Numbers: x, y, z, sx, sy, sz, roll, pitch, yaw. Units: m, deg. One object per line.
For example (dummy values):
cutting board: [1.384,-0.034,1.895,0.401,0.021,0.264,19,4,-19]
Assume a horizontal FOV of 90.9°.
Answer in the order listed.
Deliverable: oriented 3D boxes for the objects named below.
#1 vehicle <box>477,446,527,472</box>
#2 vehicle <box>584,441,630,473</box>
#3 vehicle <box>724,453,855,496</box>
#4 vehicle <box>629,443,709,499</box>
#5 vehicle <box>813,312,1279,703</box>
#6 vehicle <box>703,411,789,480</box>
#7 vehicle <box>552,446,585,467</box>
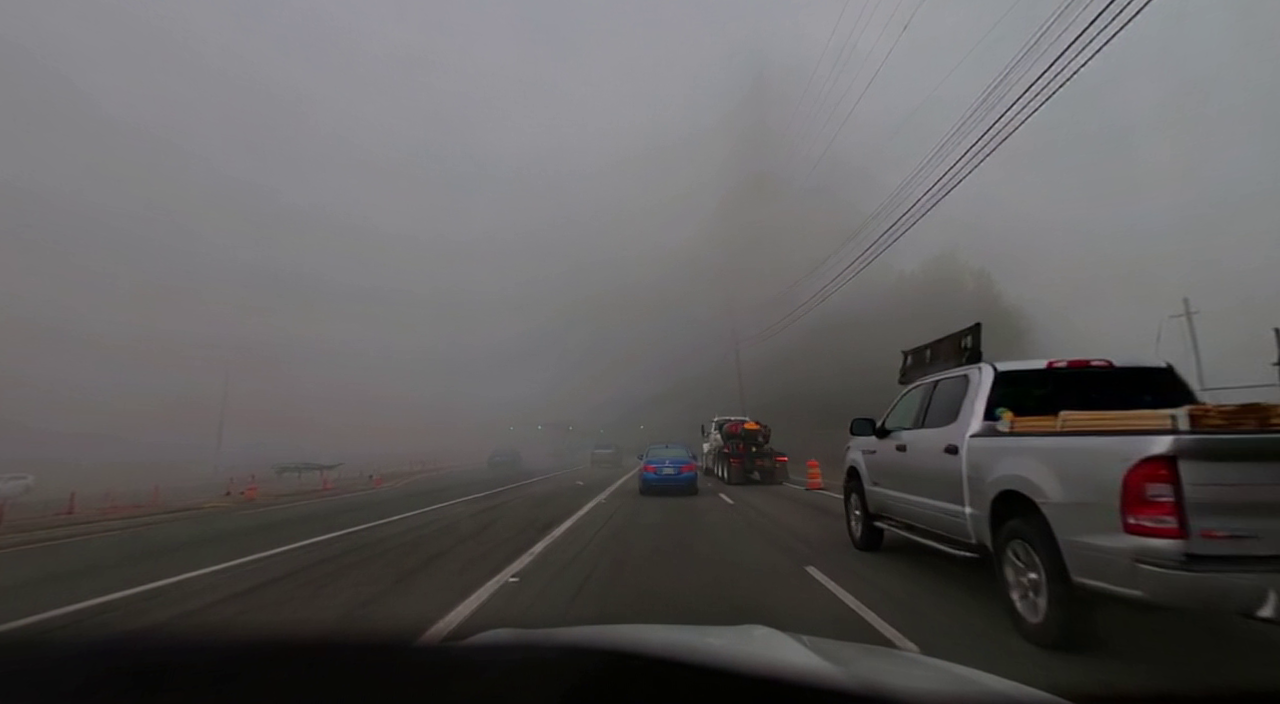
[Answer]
vehicle: [-8.213,6.411,38.076,2.018,1.490,4.926,0,-8,-2]
vehicle: [-1.856,6.134,37.085,1.989,1.729,4.184,-1,-9,7]
vehicle: [4.987,4.276,22.695,2.554,1.217,7.611,1,-9,-3]
vehicle: [0.781,3.479,18.914,2.128,1.473,4.272,0,-8,0]
vehicle: [3.824,1.263,5.992,2.555,2.017,6.201,0,-9,0]
vehicle: [4.778,4.399,29.746,2.953,2.907,6.339,0,-8,0]
vehicle: [-5.384,7.882,47.815,1.999,1.538,4.325,0,-8,-1]
